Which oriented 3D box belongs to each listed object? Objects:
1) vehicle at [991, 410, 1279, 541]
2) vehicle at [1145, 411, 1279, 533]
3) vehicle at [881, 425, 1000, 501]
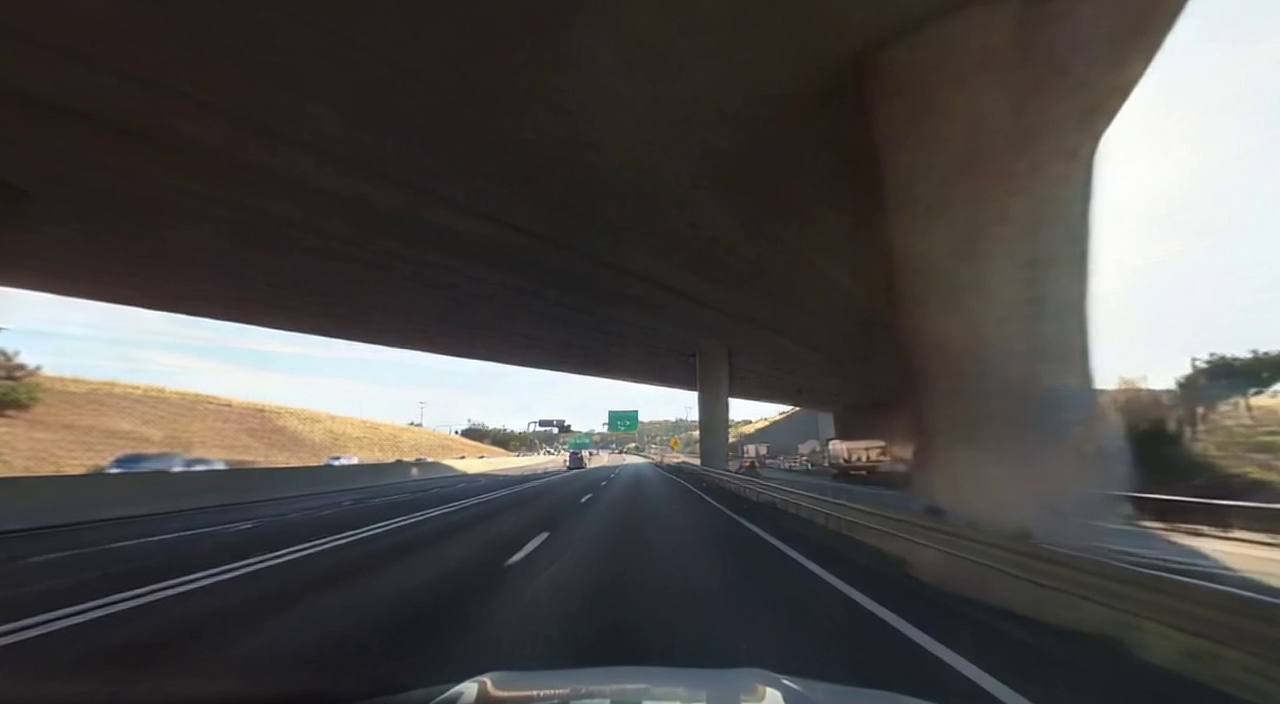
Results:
[{"bbox_3d":[15.983,3.976,21.339,2.752,3.433,9.030,0,-9,-1],"label":"vehicle"},{"bbox_3d":[18.770,3.344,17.650,2.930,3.278,7.511,0,-9,0],"label":"vehicle"},{"bbox_3d":[15.945,5.922,34.372,2.391,3.553,8.914,0,-9,2],"label":"vehicle"}]
